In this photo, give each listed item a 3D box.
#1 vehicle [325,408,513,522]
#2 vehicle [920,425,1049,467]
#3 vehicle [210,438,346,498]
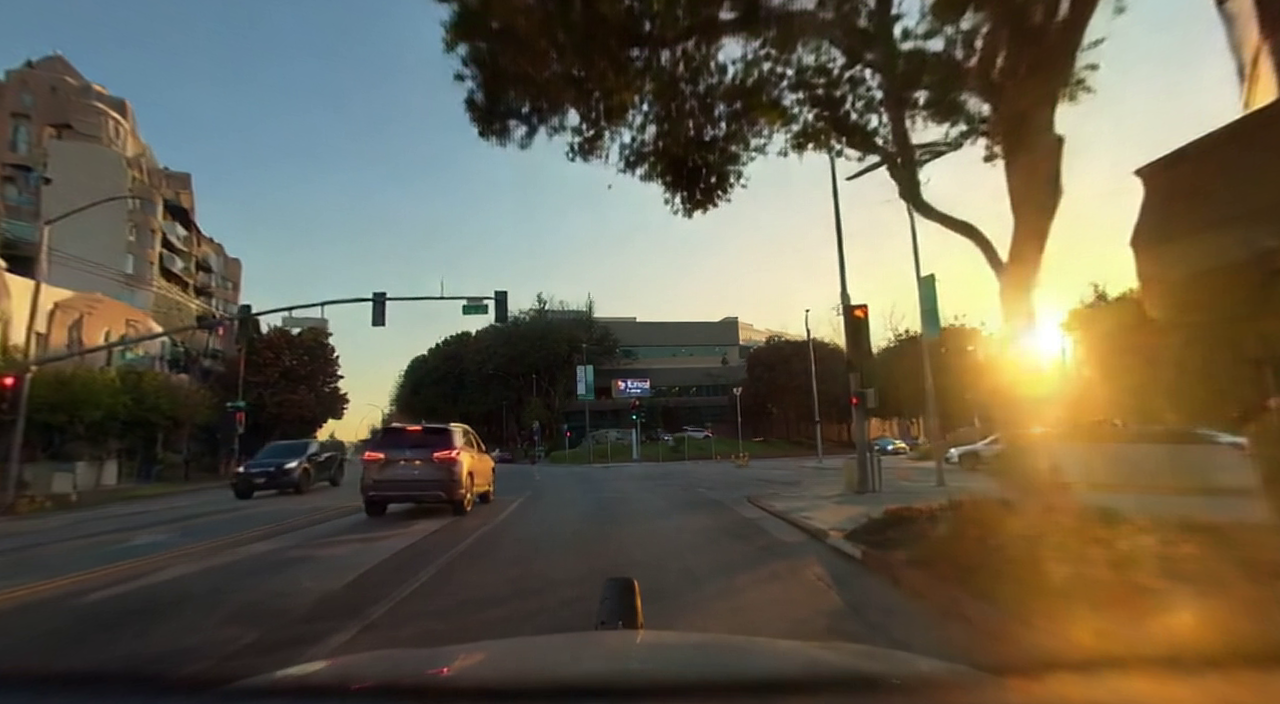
[{"bbox_3d":[-4.046,2.188,12.709,2.134,1.799,5.082,0,-9,-3],"label":"vehicle"},{"bbox_3d":[15.569,4.304,28.906,4.857,1.803,2.147,-4,-9,21],"label":"vehicle"},{"bbox_3d":[-12.079,3.859,21.550,2.433,1.784,4.681,1,-9,-9],"label":"vehicle"}]
